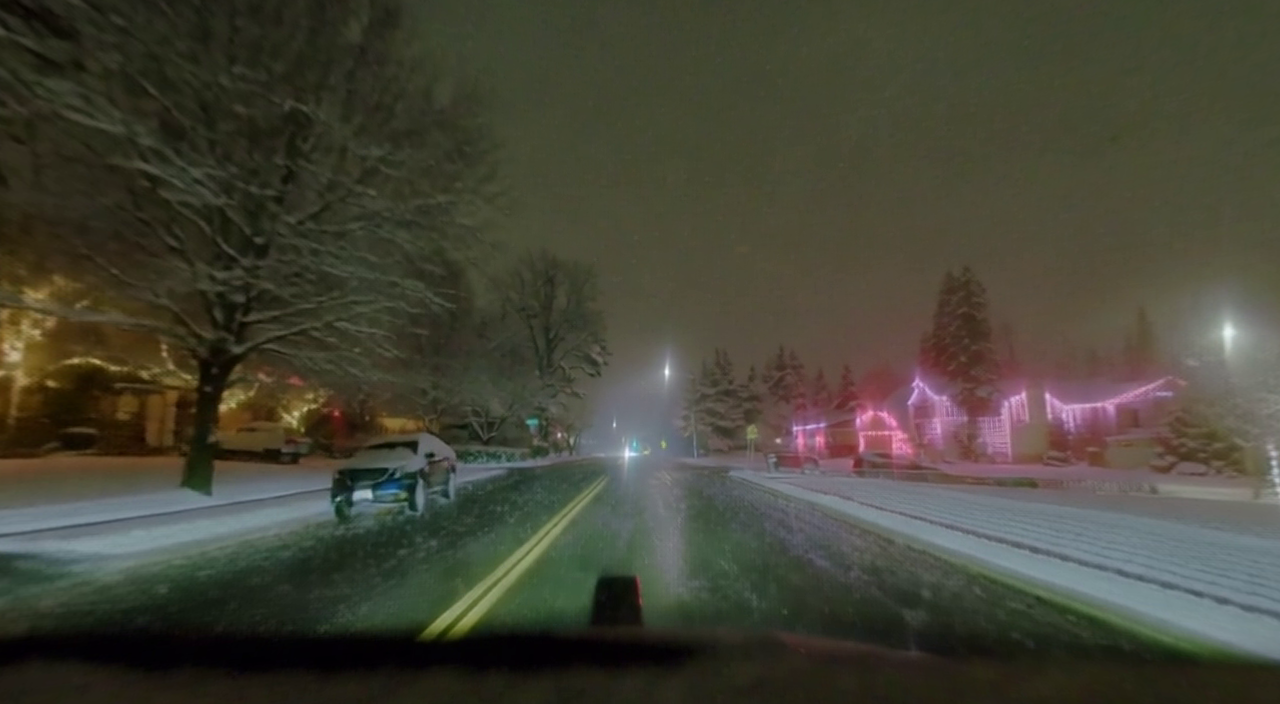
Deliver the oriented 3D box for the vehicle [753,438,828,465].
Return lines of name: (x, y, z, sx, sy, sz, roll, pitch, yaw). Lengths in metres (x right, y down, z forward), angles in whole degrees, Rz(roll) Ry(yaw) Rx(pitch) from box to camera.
vehicle: (10.934, 7.189, 45.804, 4.854, 1.771, 2.123, -4, -7, 28)

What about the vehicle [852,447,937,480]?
vehicle: (14.500, 6.310, 36.010, 4.231, 1.493, 1.941, -1, -8, 30)

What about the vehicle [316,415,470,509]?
vehicle: (-5.910, 2.800, 15.710, 1.924, 1.765, 4.542, -7, -12, 0)

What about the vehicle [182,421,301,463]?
vehicle: (-17.184, 3.895, 27.204, 4.742, 1.495, 1.963, -7, -9, 23)

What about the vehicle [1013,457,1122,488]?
vehicle: (21.601, 6.115, 32.098, 4.337, 1.453, 1.814, -6, -10, 29)
